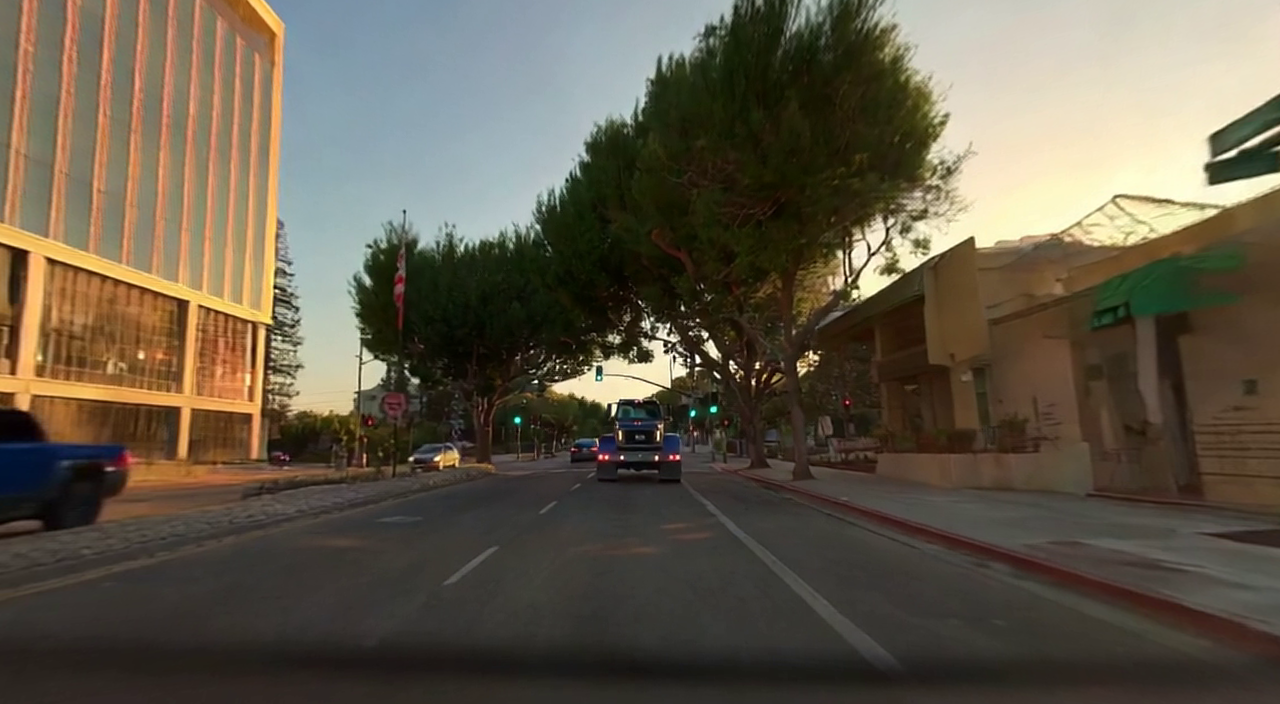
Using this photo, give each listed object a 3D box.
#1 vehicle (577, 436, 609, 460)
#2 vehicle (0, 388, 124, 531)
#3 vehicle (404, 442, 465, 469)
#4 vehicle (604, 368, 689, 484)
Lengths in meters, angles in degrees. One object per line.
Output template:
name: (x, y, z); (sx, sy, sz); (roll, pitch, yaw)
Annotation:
vehicle: (-3.472, 7.251, 47.553); (2.081, 1.688, 4.235); (0, -9, 0)
vehicle: (-12.225, 1.788, 10.433); (2.404, 2.444, 5.799); (0, -9, -1)
vehicle: (-12.094, 6.117, 37.451); (1.941, 1.520, 4.864); (0, -9, 0)
vehicle: (0.198, 3.034, 24.545); (2.552, 3.461, 11.044); (-1, -8, 0)
